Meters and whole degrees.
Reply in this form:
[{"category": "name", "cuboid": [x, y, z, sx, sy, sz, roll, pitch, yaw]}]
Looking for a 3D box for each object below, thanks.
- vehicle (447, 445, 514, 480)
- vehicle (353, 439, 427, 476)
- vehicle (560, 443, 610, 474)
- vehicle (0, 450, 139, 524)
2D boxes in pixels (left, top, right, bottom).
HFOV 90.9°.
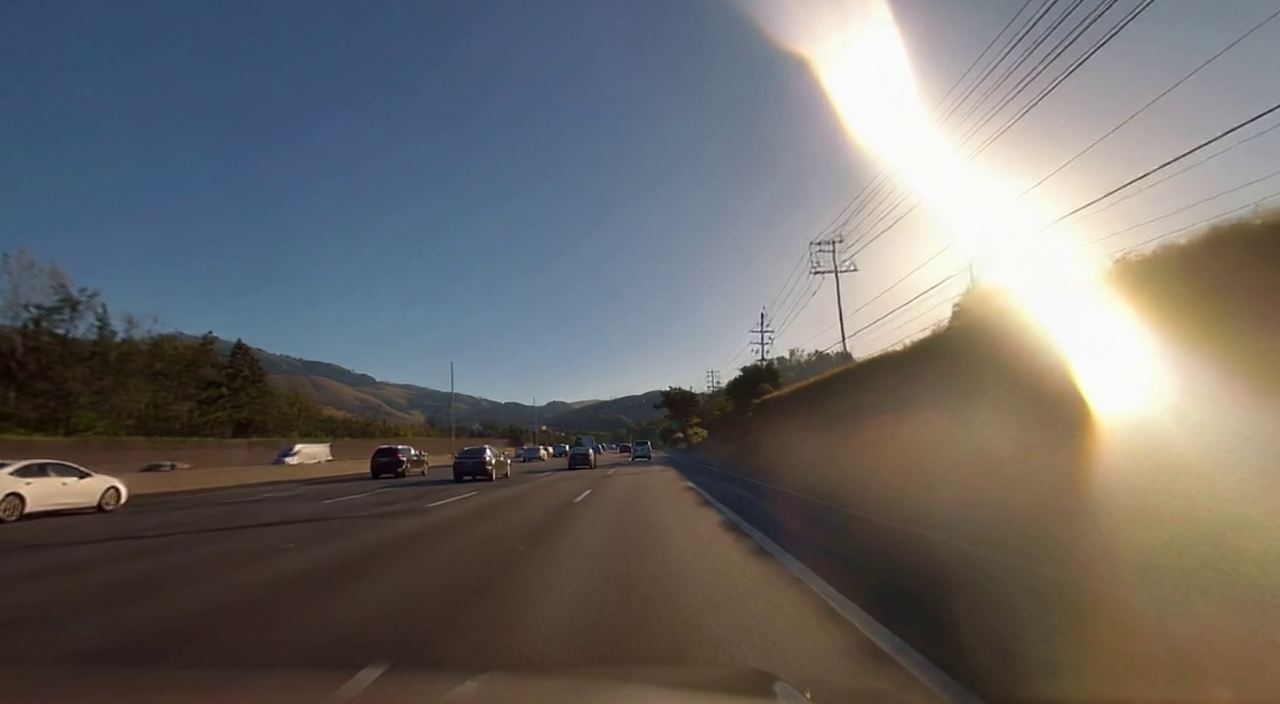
[{"category": "vehicle", "cuboid": [-7.149, 4.967, 28.717, 1.899, 1.472, 4.202, 0, -8, 1]}, {"category": "vehicle", "cuboid": [-14.375, 6.072, 36.614, 2.172, 1.946, 5.017, 0, -8, 1]}, {"category": "vehicle", "cuboid": [-2.698, 5.328, 31.829, 2.064, 1.446, 4.409, 0, -8, 0]}, {"category": "vehicle", "cuboid": [-14.173, 2.965, 14.109, 1.885, 1.474, 4.849, 0, -8, 1]}]
